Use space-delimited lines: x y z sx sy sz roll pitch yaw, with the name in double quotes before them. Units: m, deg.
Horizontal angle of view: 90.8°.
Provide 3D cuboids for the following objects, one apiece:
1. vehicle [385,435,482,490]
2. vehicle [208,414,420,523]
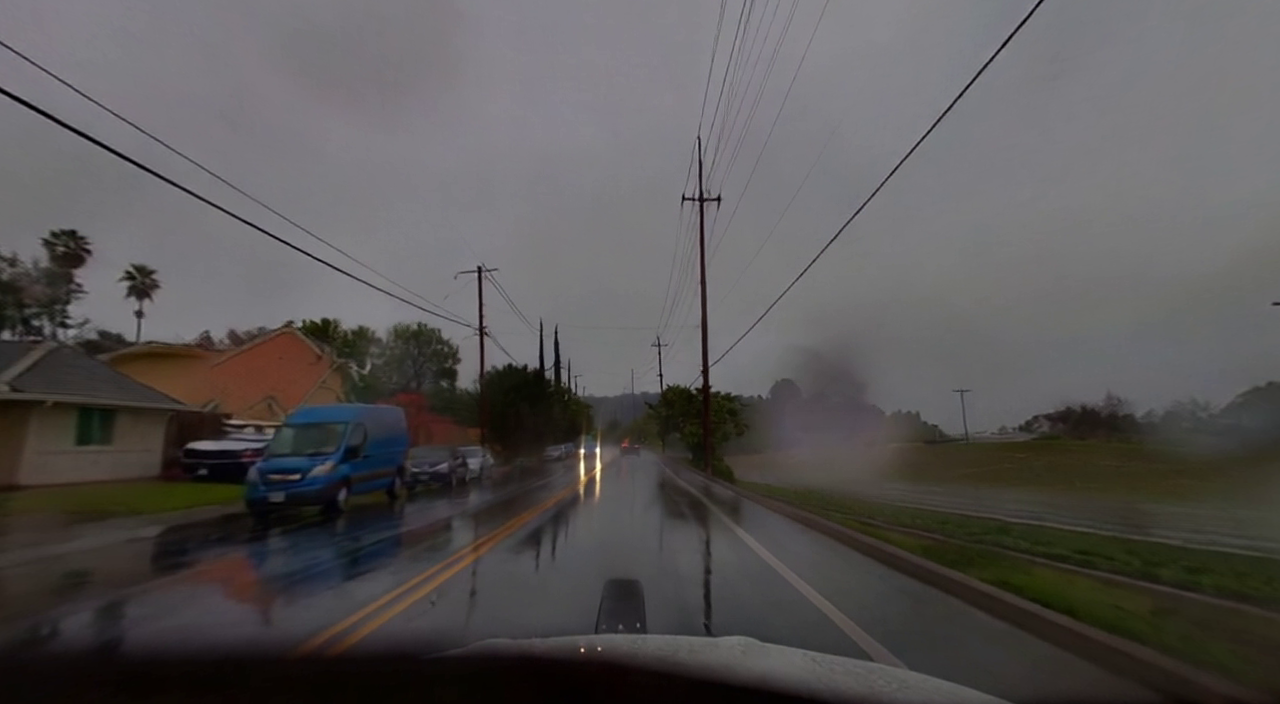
"vehicle" -7.290 3.977 22.854 1.920 1.681 4.490 3 -9 0
"vehicle" -7.447 2.710 15.351 2.335 2.136 5.328 0 -8 -1
